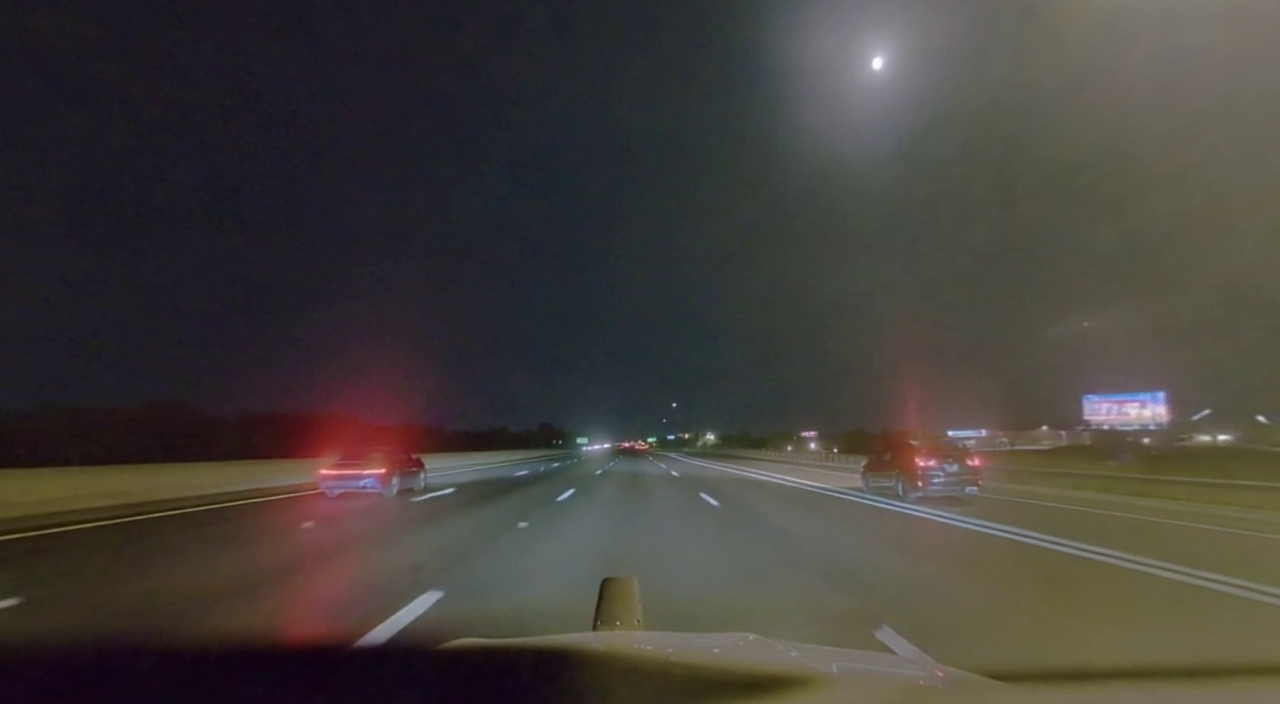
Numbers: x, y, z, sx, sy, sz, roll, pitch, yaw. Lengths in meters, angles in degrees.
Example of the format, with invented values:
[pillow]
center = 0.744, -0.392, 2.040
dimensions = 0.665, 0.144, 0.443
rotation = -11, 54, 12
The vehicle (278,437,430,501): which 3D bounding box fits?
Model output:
[vehicle]
center = -7.761, 3.199, 17.830
dimensions = 2.005, 1.545, 4.874
rotation = 0, -8, 0
